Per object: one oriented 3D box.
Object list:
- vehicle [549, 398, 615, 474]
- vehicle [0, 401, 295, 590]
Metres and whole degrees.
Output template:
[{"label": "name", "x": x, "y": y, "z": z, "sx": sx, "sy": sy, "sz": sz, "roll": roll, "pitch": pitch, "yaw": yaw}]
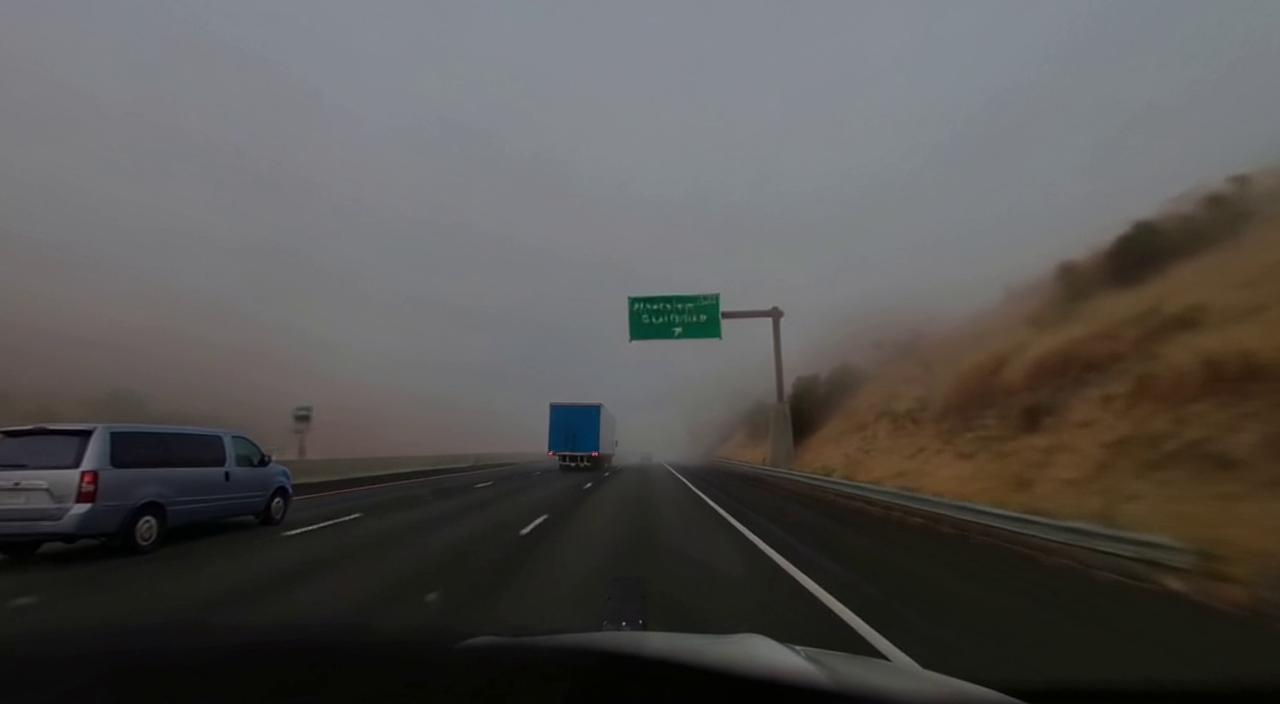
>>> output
[{"label": "vehicle", "x": -3.445, "y": 5.643, "z": 41.750, "sx": 2.893, "sy": 4.073, "sz": 15.281, "roll": 0, "pitch": -8, "yaw": 0}, {"label": "vehicle", "x": -7.404, "y": 1.793, "z": 8.806, "sx": 2.175, "sy": 1.860, "sz": 5.236, "roll": 0, "pitch": -8, "yaw": 0}]
